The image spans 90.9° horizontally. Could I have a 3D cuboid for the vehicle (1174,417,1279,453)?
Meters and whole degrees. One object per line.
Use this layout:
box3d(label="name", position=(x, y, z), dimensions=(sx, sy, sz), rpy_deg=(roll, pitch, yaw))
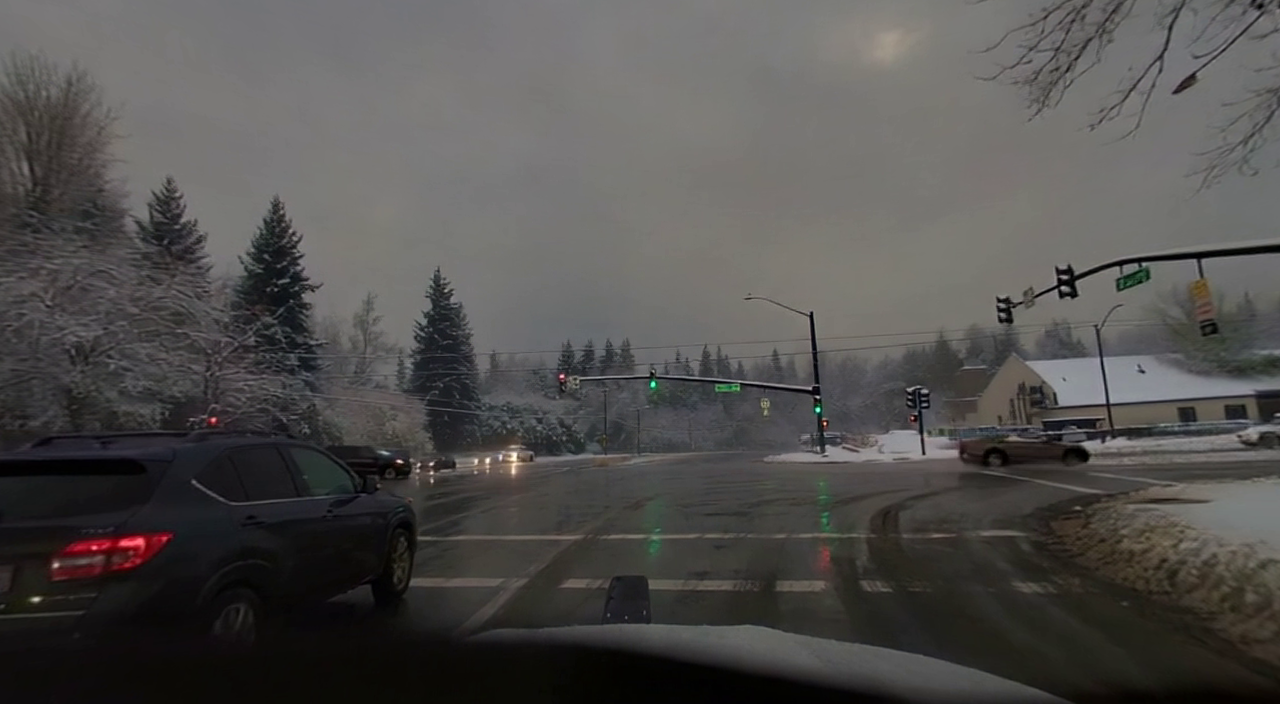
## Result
box3d(label="vehicle", position=(26.780, 3.731, 28.130), dimensions=(4.240, 1.540, 1.944), rpy_deg=(1, -9, -5))

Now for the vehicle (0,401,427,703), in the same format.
box3d(label="vehicle", position=(-2.936, 1.097, 3.268), dimensions=(1.924, 1.482, 4.734), rpy_deg=(0, -8, 1))

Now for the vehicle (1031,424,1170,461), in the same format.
box3d(label="vehicle", position=(19.957, 3.937, 27.427), dimensions=(4.552, 1.492, 2.002), rpy_deg=(0, -9, -4))

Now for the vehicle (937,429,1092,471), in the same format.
box3d(label="vehicle", position=(13.411, 3.558, 22.855), dimensions=(4.364, 1.450, 1.841), rpy_deg=(-1, -9, 8))

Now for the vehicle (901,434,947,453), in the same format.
box3d(label="vehicle", position=(22.386, 7.200, 49.528), dimensions=(1.930, 1.410, 4.313), rpy_deg=(-8, -11, 42))

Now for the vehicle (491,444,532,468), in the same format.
box3d(label="vehicle", position=(-9.768, 7.955, 48.319), dimensions=(1.905, 1.724, 4.449), rpy_deg=(-1, -8, 5))
